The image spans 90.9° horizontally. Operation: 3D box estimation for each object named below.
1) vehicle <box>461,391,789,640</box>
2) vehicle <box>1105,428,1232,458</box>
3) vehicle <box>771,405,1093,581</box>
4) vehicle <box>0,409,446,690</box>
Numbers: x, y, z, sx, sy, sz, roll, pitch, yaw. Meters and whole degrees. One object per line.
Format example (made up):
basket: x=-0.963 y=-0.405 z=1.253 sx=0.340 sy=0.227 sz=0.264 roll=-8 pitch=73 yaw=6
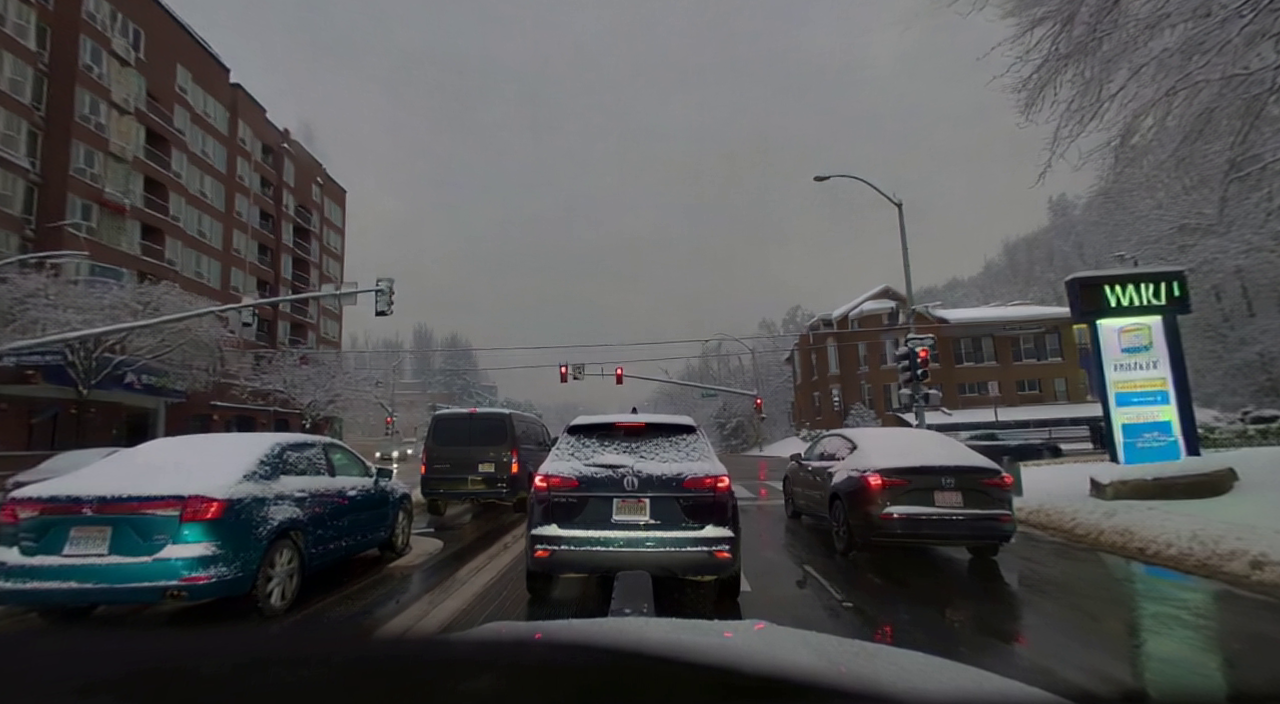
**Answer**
vehicle: x=-0.111 y=1.414 z=6.442 sx=2.195 sy=1.662 sz=4.262 roll=0 pitch=-8 yaw=0
vehicle: x=26.612 y=4.619 z=31.839 sx=4.723 sy=1.460 sz=1.904 roll=0 pitch=-8 yaw=-2
vehicle: x=3.219 y=1.662 z=8.258 sx=2.004 sy=1.646 sz=4.554 roll=0 pitch=-8 yaw=0
vehicle: x=-3.545 y=1.423 z=5.823 sx=1.906 sy=1.524 sz=4.547 roll=0 pitch=-8 yaw=2
